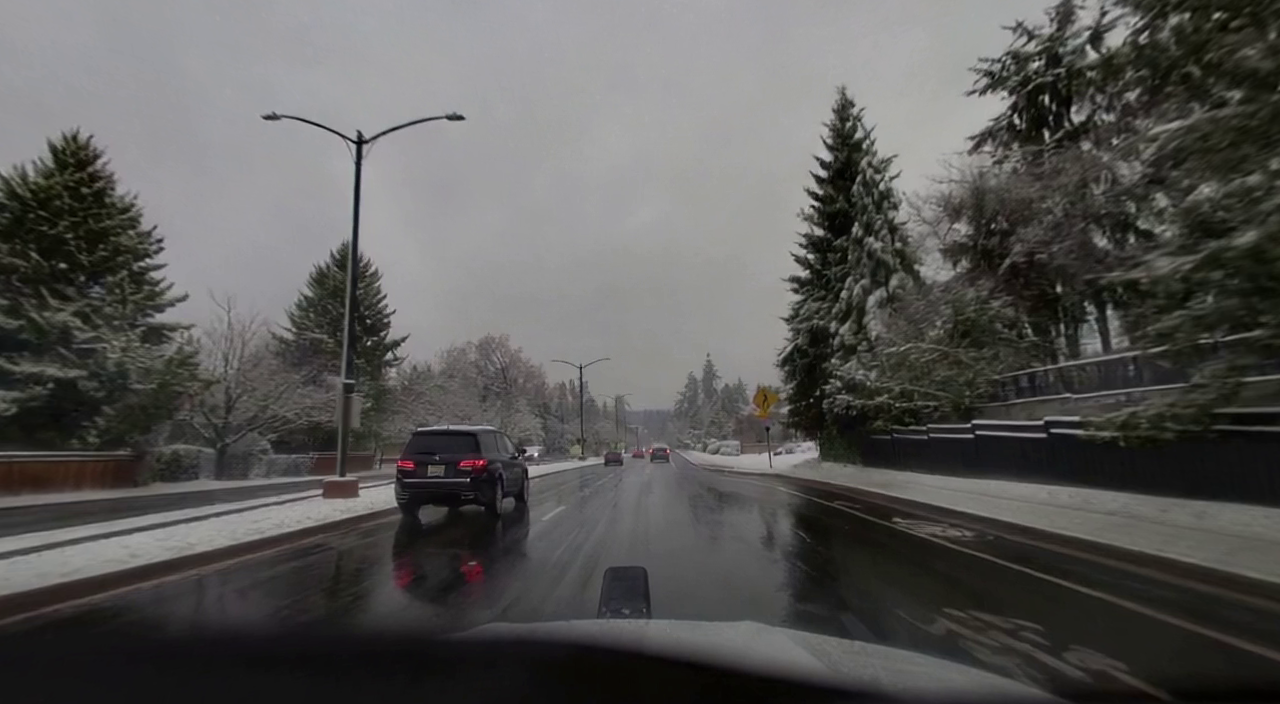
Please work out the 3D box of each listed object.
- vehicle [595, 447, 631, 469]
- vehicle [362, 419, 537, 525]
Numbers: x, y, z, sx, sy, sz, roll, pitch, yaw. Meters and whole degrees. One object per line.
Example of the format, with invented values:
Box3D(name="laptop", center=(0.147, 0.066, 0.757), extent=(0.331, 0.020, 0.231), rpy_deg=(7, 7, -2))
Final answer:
Box3D(name="vehicle", center=(-1.857, 7.539, 45.125), extent=(2.119, 1.494, 4.624), rpy_deg=(0, -8, 3))
Box3D(name="vehicle", center=(-3.572, 2.339, 12.821), extent=(2.073, 1.770, 4.302), rpy_deg=(0, -8, 2))
